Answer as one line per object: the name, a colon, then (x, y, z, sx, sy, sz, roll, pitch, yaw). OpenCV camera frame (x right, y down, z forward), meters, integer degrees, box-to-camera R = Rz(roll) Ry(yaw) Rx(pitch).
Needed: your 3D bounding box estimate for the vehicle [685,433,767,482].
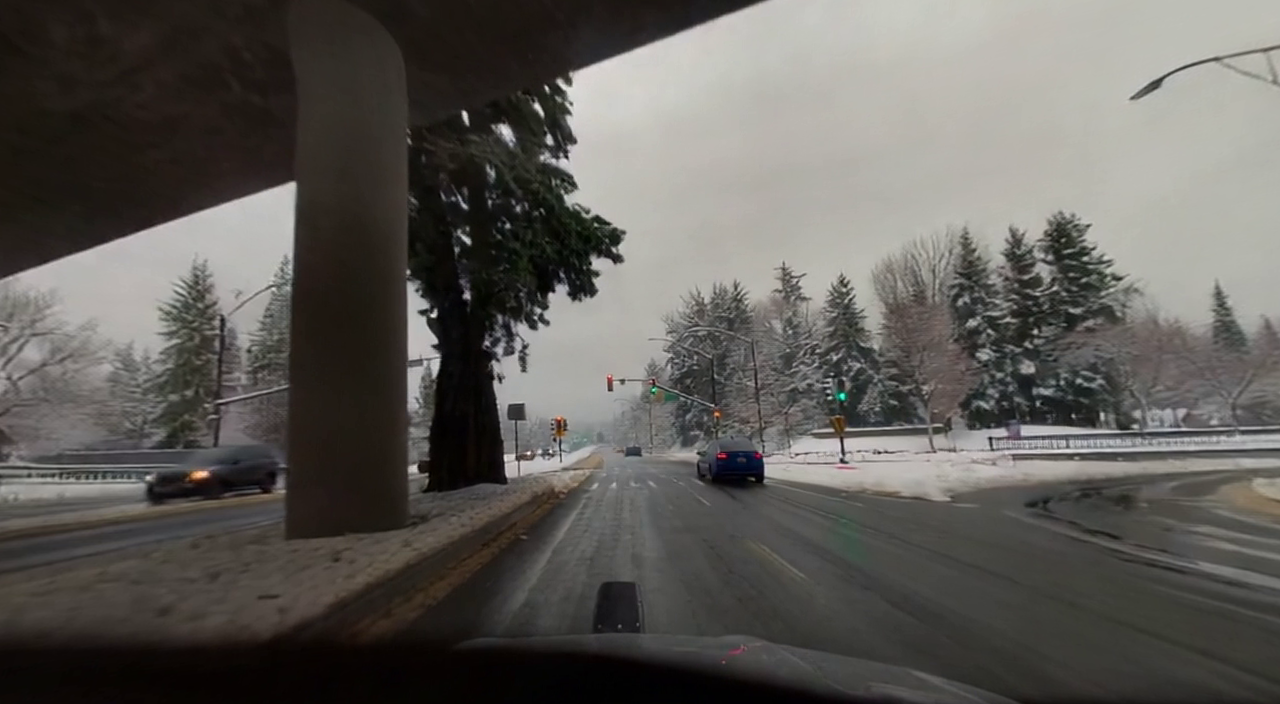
vehicle: (2.827, 3.606, 21.832, 2.062, 1.484, 4.332, 0, -8, -2)

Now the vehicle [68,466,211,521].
vehicle: (-17.078, 4.822, 21.825, 1.863, 1.469, 3.767, -1, -7, 0)

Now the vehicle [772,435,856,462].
vehicle: (10.903, 6.052, 39.606, 4.760, 1.571, 1.859, -5, -9, 27)
